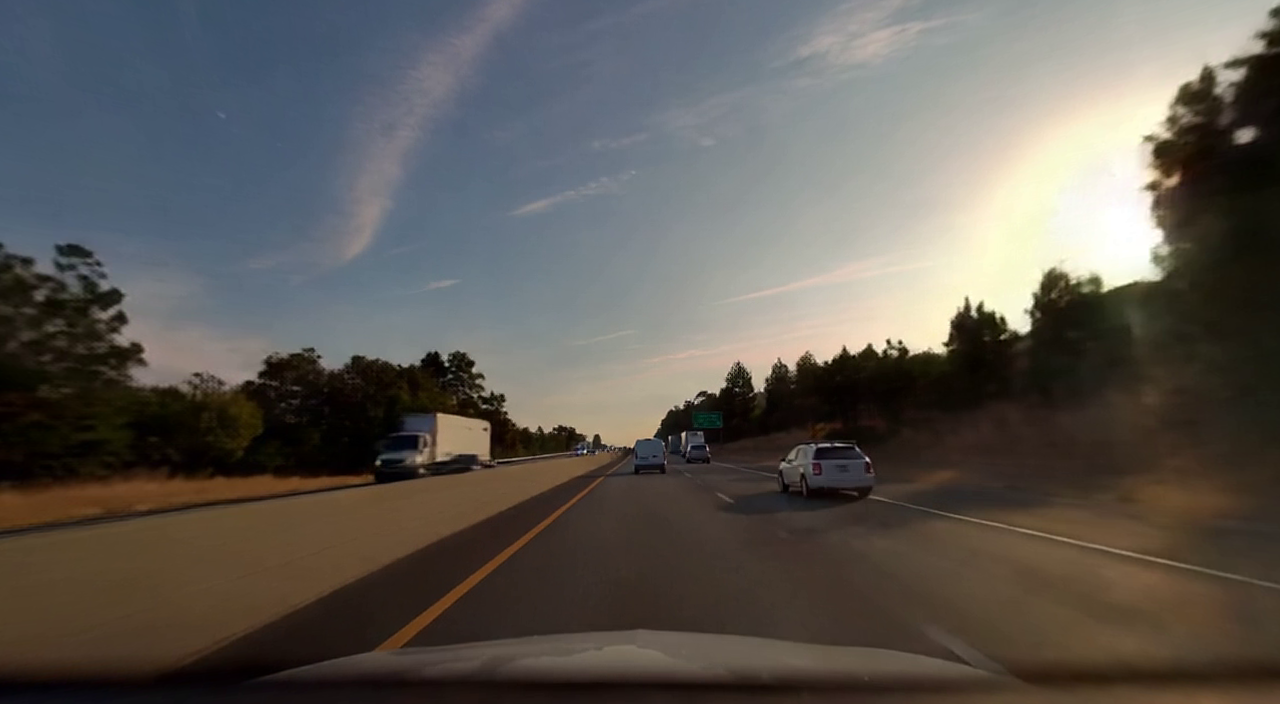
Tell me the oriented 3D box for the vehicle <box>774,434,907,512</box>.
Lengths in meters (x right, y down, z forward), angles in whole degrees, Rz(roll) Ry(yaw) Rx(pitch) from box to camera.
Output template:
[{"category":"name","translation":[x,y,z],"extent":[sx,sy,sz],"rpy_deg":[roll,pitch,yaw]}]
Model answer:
[{"category":"vehicle","translation":[4.506,2.756,14.756],"extent":[1.868,1.566,3.509],"rpy_deg":[0,-9,-1]}]

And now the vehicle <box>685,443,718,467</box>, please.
[{"category":"vehicle","translation":[4.493,7.643,46.837],"extent":[1.961,1.689,3.971],"rpy_deg":[0,-9,-1]}]

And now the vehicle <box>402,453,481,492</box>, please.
[{"category":"vehicle","translation":[-8.440,5.146,27.208],"extent":[1.907,1.491,4.426],"rpy_deg":[0,-9,1]}]

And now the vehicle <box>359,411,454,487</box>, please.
[{"category":"vehicle","translation":[-13.107,5.501,35.979],"extent":[2.962,3.957,5.870],"rpy_deg":[0,-9,1]}]

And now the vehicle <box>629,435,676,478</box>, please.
[{"category":"vehicle","translation":[0.581,5.053,30.733],"extent":[2.143,1.925,4.101],"rpy_deg":[0,-9,0]}]
